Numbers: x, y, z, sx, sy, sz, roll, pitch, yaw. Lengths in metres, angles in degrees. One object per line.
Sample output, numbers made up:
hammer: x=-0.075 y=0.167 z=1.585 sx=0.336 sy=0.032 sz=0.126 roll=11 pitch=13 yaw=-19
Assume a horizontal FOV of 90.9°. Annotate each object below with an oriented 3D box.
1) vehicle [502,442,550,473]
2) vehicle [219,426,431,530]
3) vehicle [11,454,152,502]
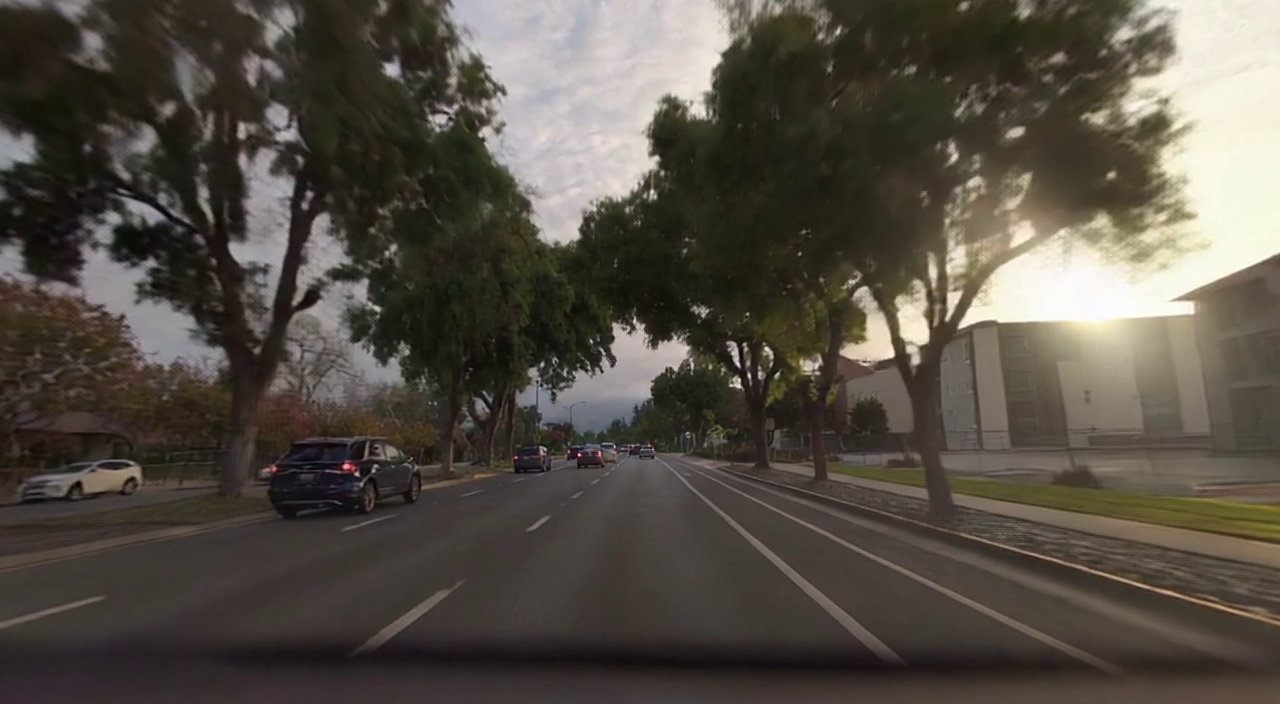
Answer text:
vehicle: x=-6.616 y=6.198 z=37.118 sx=1.985 sy=1.708 sz=4.310 roll=0 pitch=-9 yaw=0
vehicle: x=-6.173 y=2.507 z=13.102 sx=2.123 sy=1.761 sz=4.322 roll=0 pitch=-9 yaw=0
vehicle: x=-25.295 y=5.697 z=28.861 sx=2.031 sy=1.862 sz=4.761 roll=-1 pitch=-8 yaw=1
